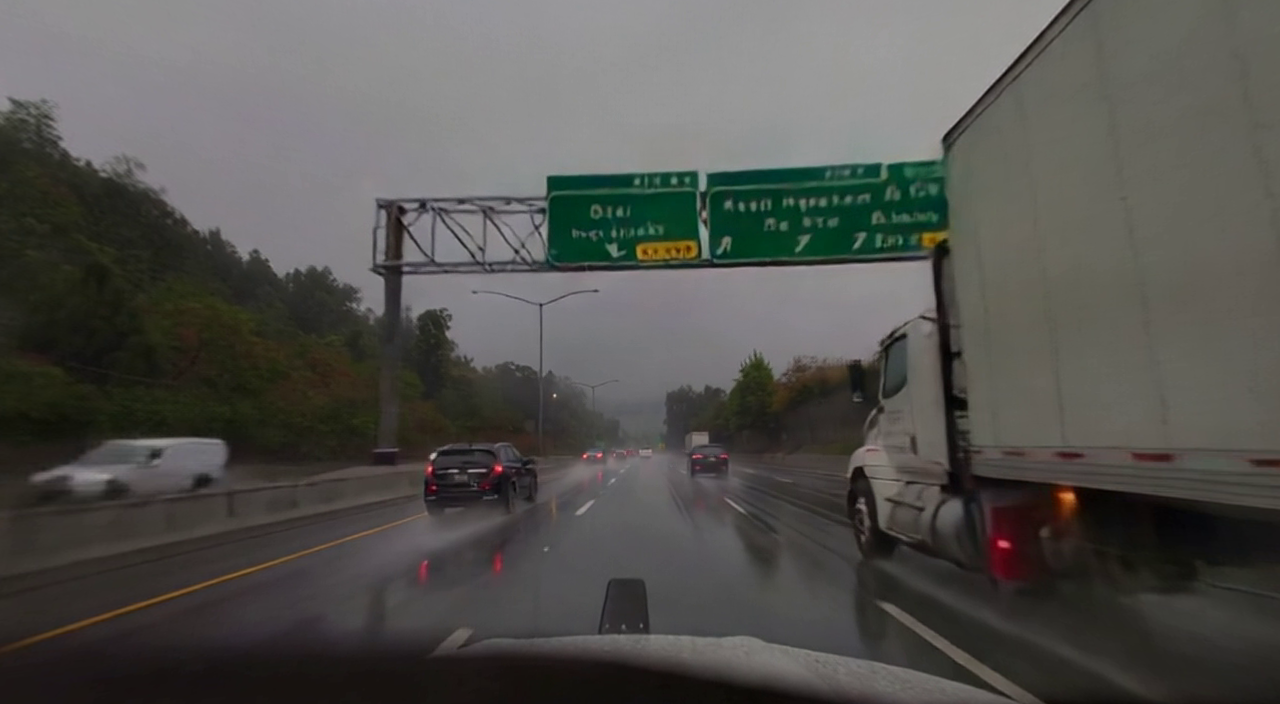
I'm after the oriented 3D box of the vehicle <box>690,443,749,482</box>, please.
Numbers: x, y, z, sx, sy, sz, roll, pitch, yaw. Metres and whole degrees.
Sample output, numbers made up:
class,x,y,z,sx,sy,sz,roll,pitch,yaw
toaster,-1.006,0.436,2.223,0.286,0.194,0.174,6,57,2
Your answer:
class,x,y,z,sx,sy,sz,roll,pitch,yaw
vehicle,3.235,4.573,26.515,2.040,1.461,4.822,-1,-8,2

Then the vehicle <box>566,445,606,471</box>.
class,x,y,z,sx,sy,sz,roll,pitch,yaw
vehicle,-3.405,6.760,40.465,2.099,1.494,4.504,-1,-8,1

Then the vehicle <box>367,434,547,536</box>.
class,x,y,z,sx,sy,sz,roll,pitch,yaw
vehicle,-3.267,2.471,12.515,1.974,1.589,5.047,-1,-8,1

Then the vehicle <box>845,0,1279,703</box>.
class,x,y,z,sx,sy,sz,roll,pitch,yaw
vehicle,3.955,-0.280,2.015,2.985,3.895,11.239,-1,-8,1

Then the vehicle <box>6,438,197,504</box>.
class,x,y,z,sx,sy,sz,roll,pitch,yaw
vehicle,-19.619,4.317,23.466,2.324,2.129,5.351,-1,-8,1
